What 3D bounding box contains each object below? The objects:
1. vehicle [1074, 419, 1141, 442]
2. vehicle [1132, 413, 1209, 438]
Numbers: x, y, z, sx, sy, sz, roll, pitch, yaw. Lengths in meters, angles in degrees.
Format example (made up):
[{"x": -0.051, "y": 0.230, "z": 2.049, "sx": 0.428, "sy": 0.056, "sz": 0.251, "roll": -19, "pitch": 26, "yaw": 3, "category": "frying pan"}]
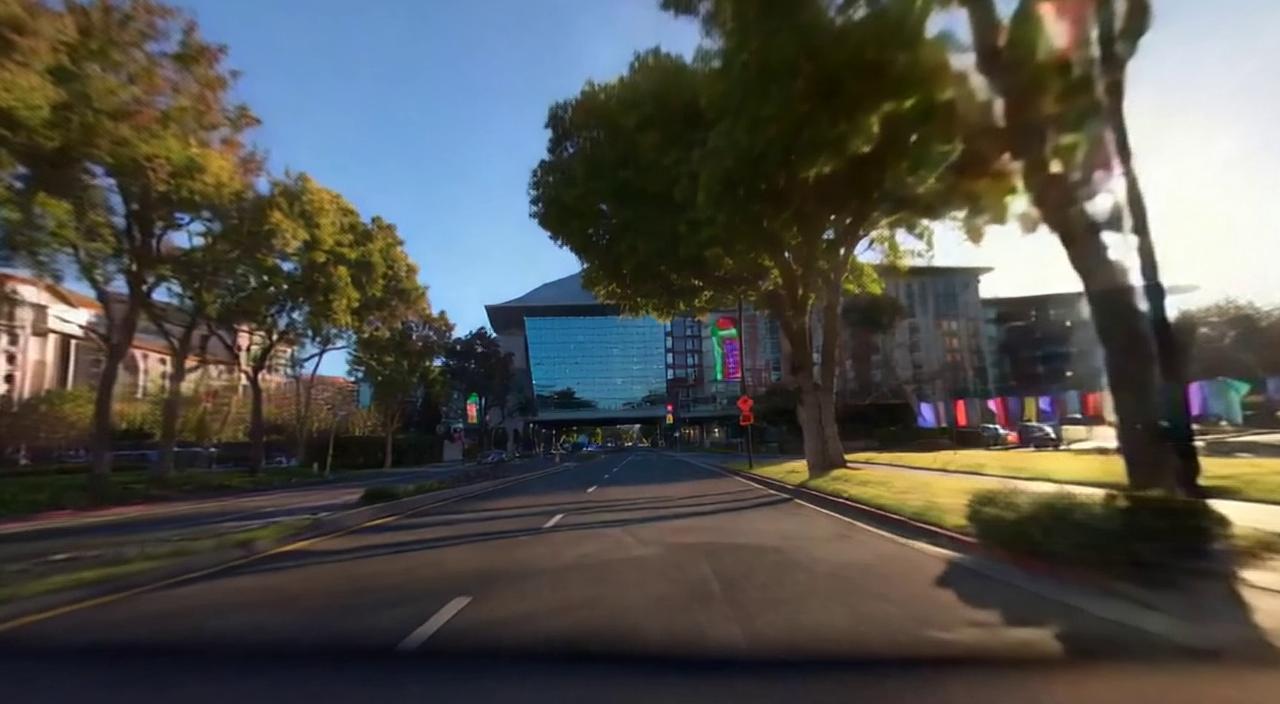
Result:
[{"x": 33.942, "y": 5.730, "z": 45.718, "sx": 1.866, "sy": 1.550, "sz": 3.927, "roll": -1, "pitch": -8, "yaw": 2, "category": "vehicle"}, {"x": 39.302, "y": 5.488, "z": 46.631, "sx": 1.945, "sy": 1.690, "sz": 4.317, "roll": -1, "pitch": -8, "yaw": 1, "category": "vehicle"}]
